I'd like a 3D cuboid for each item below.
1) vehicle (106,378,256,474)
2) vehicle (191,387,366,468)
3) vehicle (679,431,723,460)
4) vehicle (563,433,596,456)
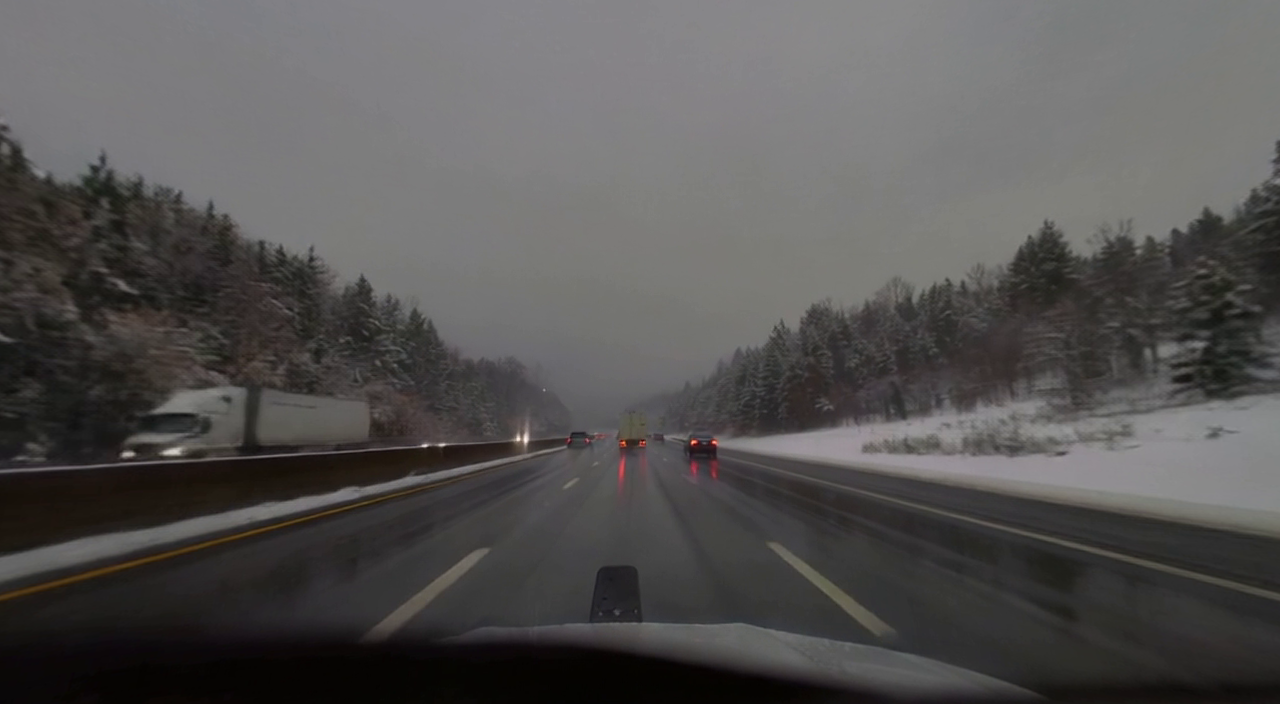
[{"bbox_3d":[-20.943,3.442,29.085,3.119,4.054,4.699,0,-7,1],"label":"vehicle"},{"bbox_3d":[-21.029,4.712,38.192,2.931,4.041,13.156,0,-8,-1],"label":"vehicle"},{"bbox_3d":[3.303,5.165,34.892,1.882,1.492,3.958,0,-8,-2],"label":"vehicle"},{"bbox_3d":[-4.175,6.418,43.878,2.027,1.501,3.920,0,-8,-1],"label":"vehicle"}]
